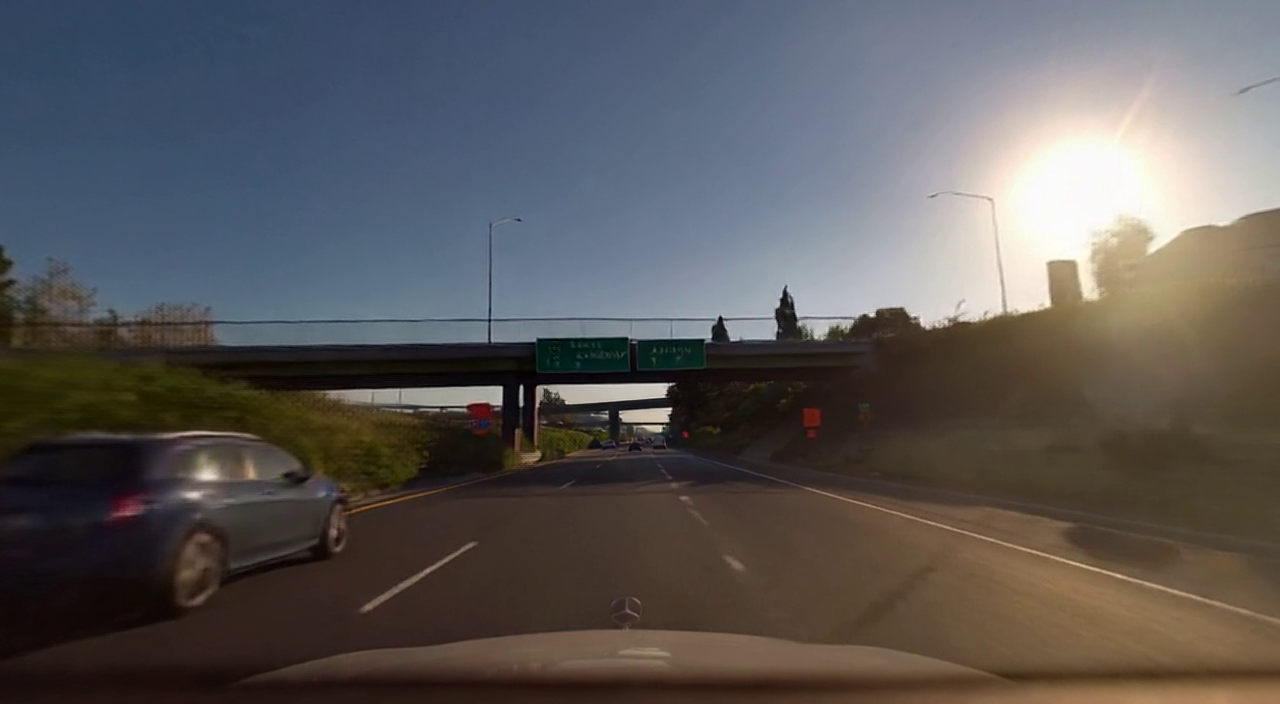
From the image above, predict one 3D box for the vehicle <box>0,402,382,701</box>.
[{"bbox_3d":[-4.089,1.290,5.225,1.934,1.451,4.544,0,-8,1],"label":"vehicle"}]
